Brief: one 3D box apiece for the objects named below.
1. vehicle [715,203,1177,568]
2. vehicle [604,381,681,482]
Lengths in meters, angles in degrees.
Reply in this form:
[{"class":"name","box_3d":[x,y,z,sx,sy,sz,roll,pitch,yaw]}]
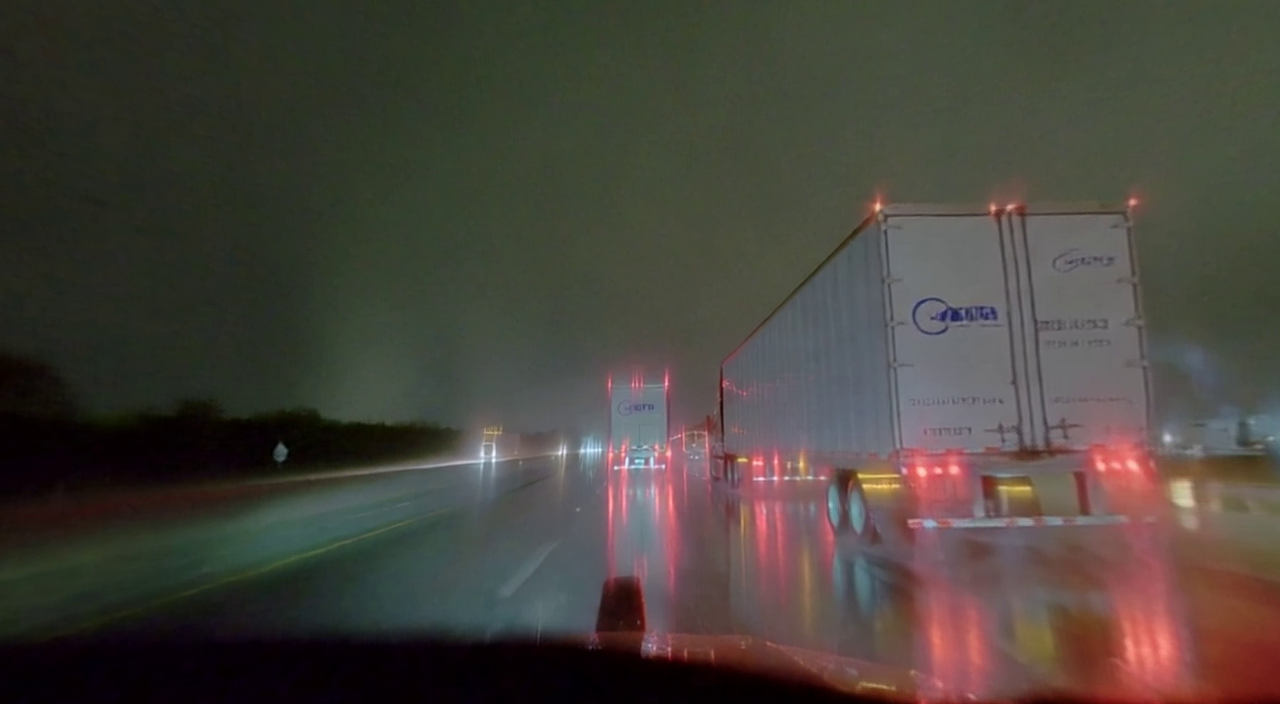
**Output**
[{"class":"vehicle","box_3d":[4.201,1.379,14.290,3.044,4.128,14.482,0,-9,-1]},{"class":"vehicle","box_3d":[0.135,3.723,28.672,2.864,3.805,9.709,-1,-9,1]}]
